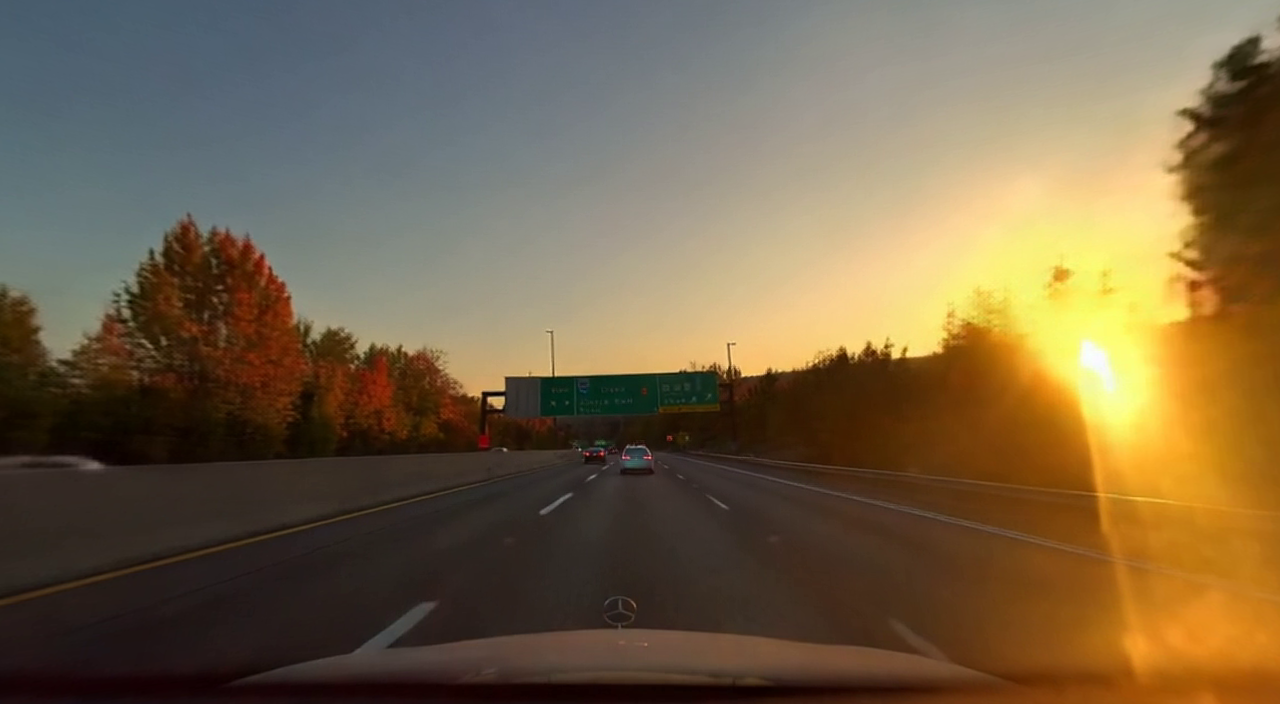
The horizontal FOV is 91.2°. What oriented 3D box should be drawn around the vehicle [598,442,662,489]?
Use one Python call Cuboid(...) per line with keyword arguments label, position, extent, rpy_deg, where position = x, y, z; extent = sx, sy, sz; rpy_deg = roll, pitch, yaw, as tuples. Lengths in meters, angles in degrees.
Cuboid(label="vehicle", position=(-0.352, 4.010, 22.467), extent=(2.066, 1.490, 3.759), rpy_deg=(-1, -9, -1))
